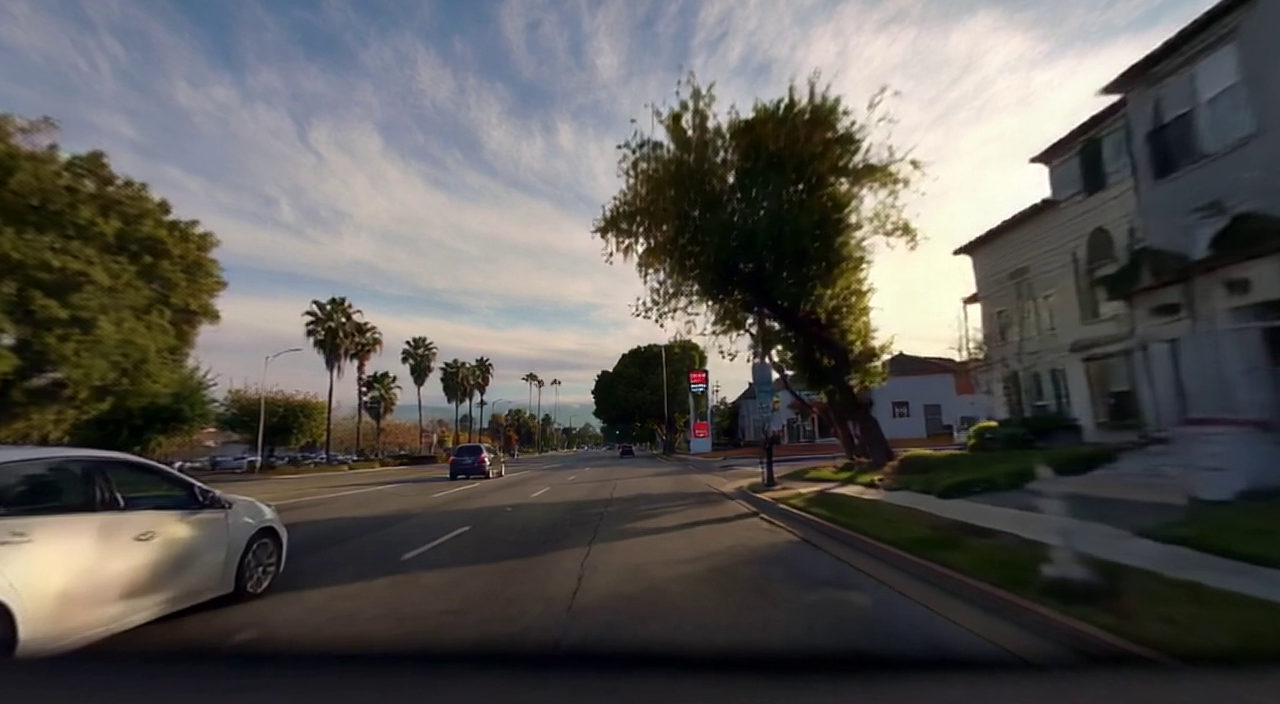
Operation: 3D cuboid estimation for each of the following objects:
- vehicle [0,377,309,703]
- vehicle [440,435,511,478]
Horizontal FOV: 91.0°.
[{"bbox_3d":[-4.163,1.066,3.807,2.041,1.666,4.182,0,-9,-1],"label":"vehicle"},{"bbox_3d":[-7.549,4.848,29.390,2.136,1.844,4.363,0,-9,0],"label":"vehicle"}]
